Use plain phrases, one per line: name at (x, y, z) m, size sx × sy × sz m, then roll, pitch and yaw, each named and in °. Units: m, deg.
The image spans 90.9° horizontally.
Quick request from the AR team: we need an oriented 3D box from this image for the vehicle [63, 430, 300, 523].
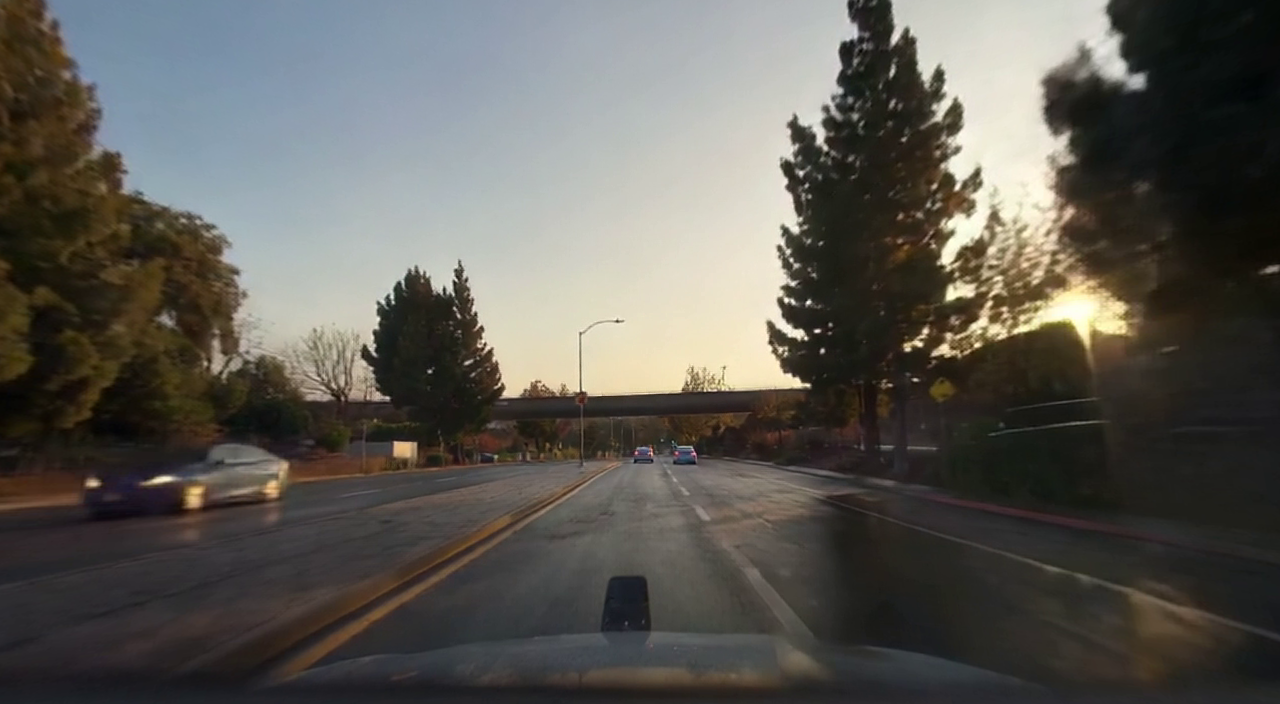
vehicle at (-10.708, 2.923, 15.361) m, size 2.144 × 1.835 × 4.733 m, roll 2°, pitch -9°, yaw 0°
